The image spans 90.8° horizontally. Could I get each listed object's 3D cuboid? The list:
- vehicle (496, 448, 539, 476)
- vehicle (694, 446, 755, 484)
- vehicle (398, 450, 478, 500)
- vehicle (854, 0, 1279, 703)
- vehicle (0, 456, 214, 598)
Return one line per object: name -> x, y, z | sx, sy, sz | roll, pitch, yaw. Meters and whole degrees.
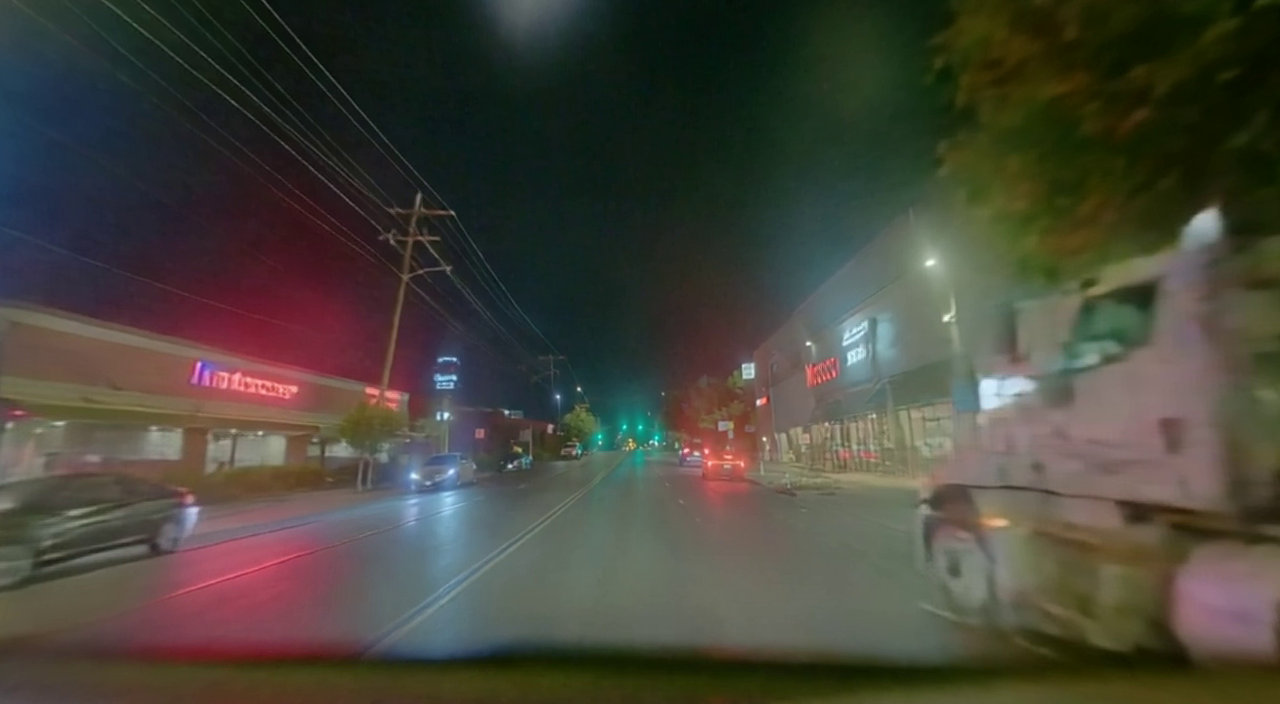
vehicle -> -7.850, 7.066, 40.838 | 1.872, 1.455, 4.350 | -3, -8, 0
vehicle -> 3.625, 4.916, 27.923 | 1.990, 1.521, 4.693 | 0, -8, 0
vehicle -> -7.816, 4.745, 24.788 | 1.787, 1.543, 4.052 | -3, -7, 0
vehicle -> 3.884, 0.121, 1.889 | 3.011, 3.127, 8.608 | -3, -7, -3
vehicle -> -7.880, 2.241, 8.531 | 1.678, 1.468, 3.706 | -3, -8, 0
